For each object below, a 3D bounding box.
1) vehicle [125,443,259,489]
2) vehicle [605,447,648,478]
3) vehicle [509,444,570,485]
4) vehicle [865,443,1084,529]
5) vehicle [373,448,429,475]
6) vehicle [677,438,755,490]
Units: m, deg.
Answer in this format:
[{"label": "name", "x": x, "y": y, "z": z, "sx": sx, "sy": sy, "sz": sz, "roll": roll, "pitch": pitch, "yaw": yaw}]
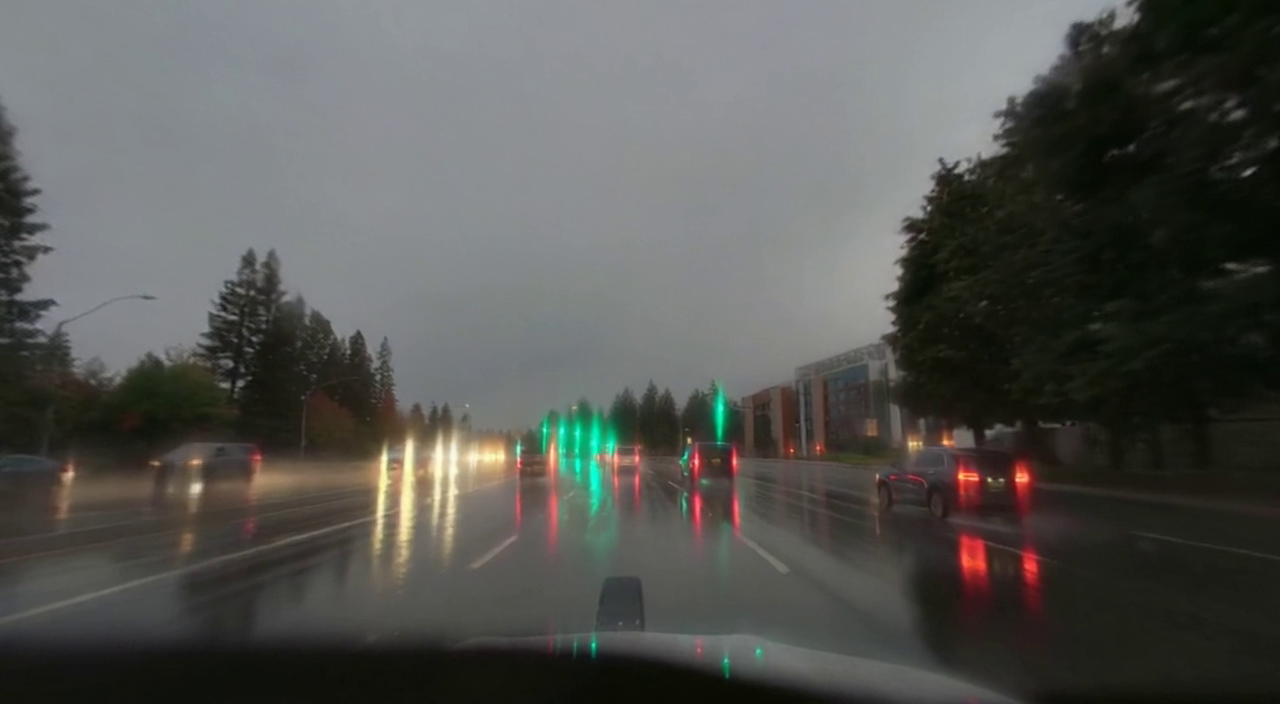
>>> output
[{"label": "vehicle", "x": -18.874, "y": 4.797, "z": 26.961, "sx": 2.241, "sy": 1.732, "sz": 4.747, "roll": 0, "pitch": -9, "yaw": 0}, {"label": "vehicle", "x": -0.792, "y": 5.858, "z": 33.832, "sx": 2.155, "sy": 1.486, "sz": 4.403, "roll": 0, "pitch": -9, "yaw": -3}, {"label": "vehicle", "x": -4.401, "y": 4.984, "z": 28.335, "sx": 2.172, "sy": 1.671, "sz": 4.175, "roll": 0, "pitch": -9, "yaw": -1}, {"label": "vehicle", "x": 6.404, "y": 2.577, "z": 12.820, "sx": 1.945, "sy": 1.408, "sz": 4.288, "roll": 0, "pitch": -9, "yaw": -3}, {"label": "vehicle", "x": -15.709, "y": 7.173, "z": 41.774, "sx": 1.970, "sy": 1.650, "sz": 4.507, "roll": 0, "pitch": -9, "yaw": -1}, {"label": "vehicle", "x": 2.689, "y": 4.110, "z": 23.495, "sx": 2.161, "sy": 1.716, "sz": 4.194, "roll": 0, "pitch": -9, "yaw": -3}]
